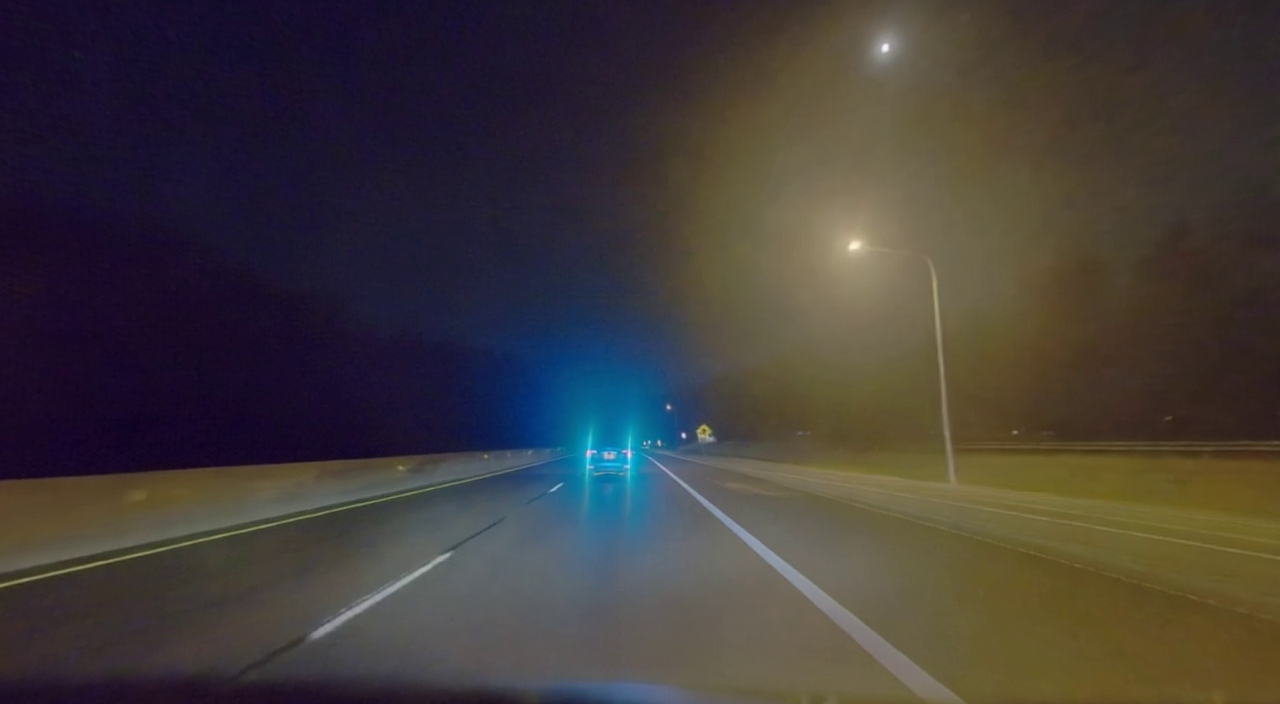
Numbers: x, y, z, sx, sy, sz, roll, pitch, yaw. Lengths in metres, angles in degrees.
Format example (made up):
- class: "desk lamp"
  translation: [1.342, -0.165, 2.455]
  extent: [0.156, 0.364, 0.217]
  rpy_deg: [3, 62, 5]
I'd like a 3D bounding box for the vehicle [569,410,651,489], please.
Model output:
- class: "vehicle"
  translation: [-0.885, 3.039, 19.870]
  extent: [2.248, 2.154, 4.892]
  rpy_deg: [0, -8, -1]
